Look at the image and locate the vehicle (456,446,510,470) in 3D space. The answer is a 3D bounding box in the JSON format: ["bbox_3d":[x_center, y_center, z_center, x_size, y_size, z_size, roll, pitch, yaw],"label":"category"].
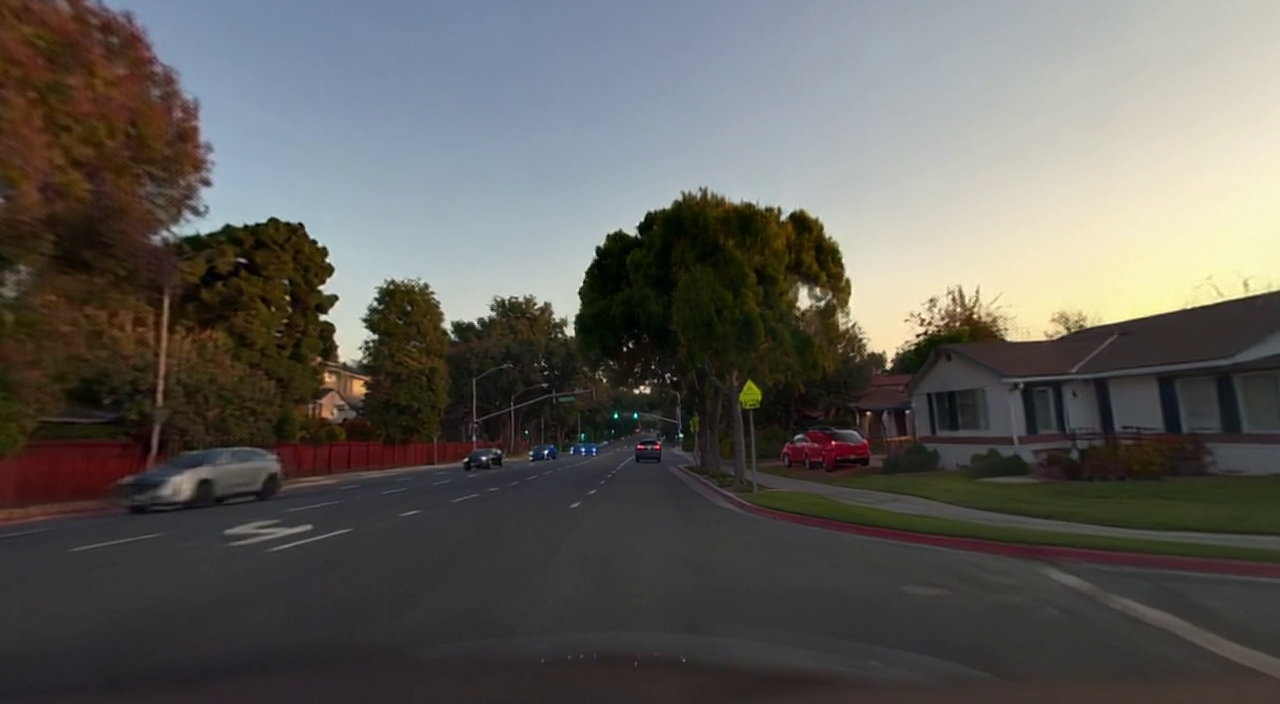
[{"bbox_3d":[-10.777,7.335,43.645,2.176,1.528,4.750,-1,-9,5],"label":"vehicle"}]

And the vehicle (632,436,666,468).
[{"bbox_3d":[0.580,6.441,40.809,2.059,1.908,4.714,0,-8,1],"label":"vehicle"}]

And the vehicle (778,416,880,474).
[{"bbox_3d":[8.214,4.164,28.276,2.531,2.263,6.802,0,-9,1],"label":"vehicle"}]

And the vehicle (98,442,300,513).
[{"bbox_3d":[-12.665,3.593,18.637,2.397,1.802,4.855,0,-9,1],"label":"vehicle"}]
